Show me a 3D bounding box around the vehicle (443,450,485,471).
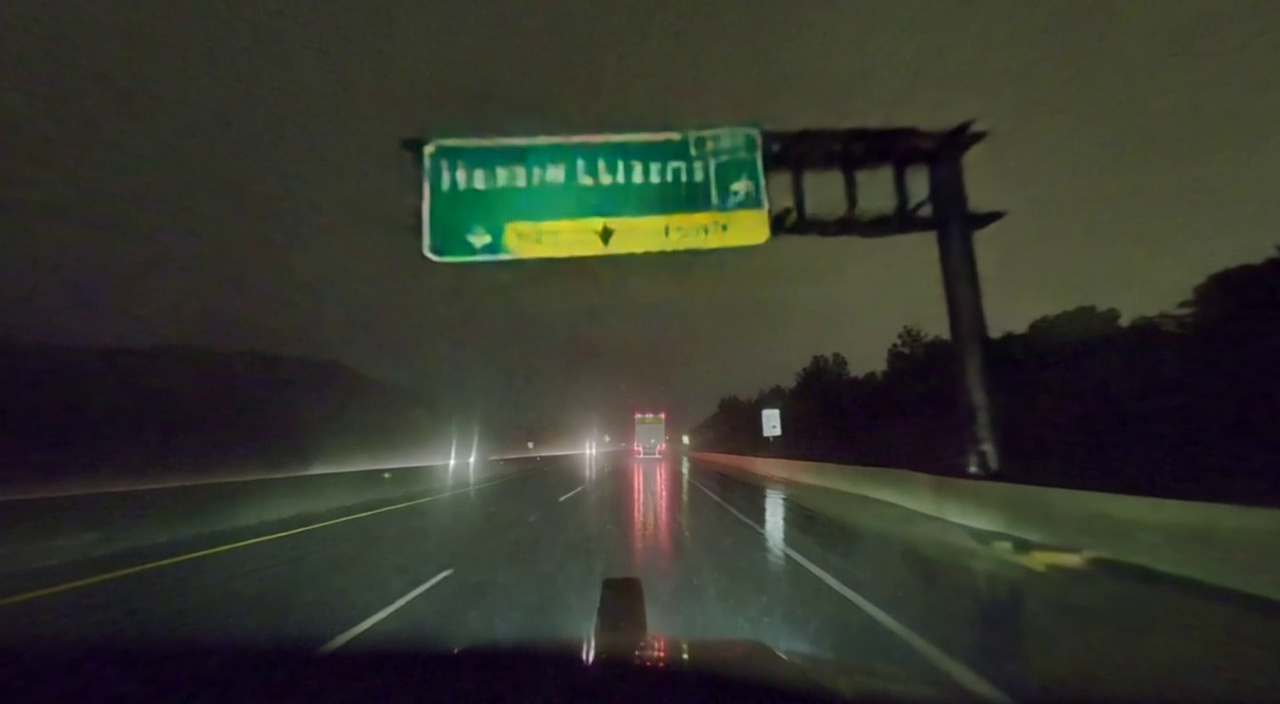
[{"bbox_3d":[-13.023,8.027,46.854,1.833,1.431,4.206,0,-9,1],"label":"vehicle"}]
